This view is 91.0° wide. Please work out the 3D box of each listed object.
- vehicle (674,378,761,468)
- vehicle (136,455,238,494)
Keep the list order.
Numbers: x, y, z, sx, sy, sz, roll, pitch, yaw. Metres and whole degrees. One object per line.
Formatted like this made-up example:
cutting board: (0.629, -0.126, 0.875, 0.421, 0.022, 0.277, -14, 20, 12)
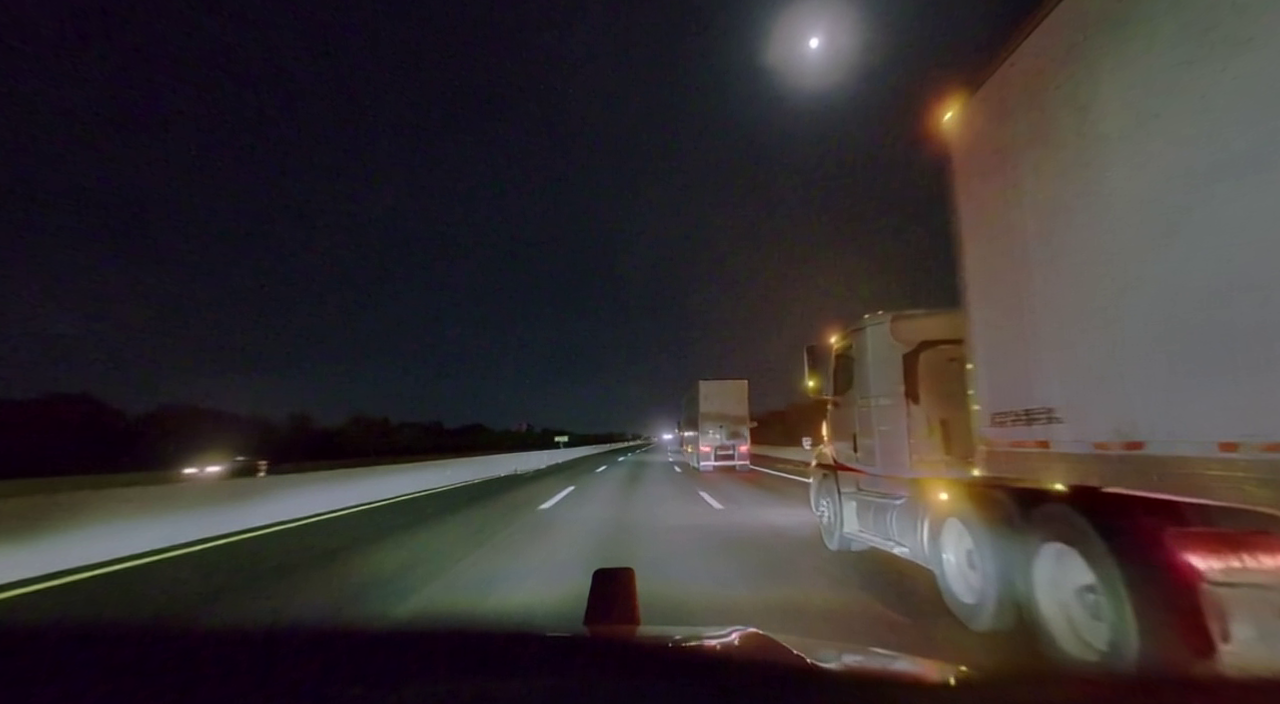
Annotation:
vehicle: (3.917, 4.236, 35.996, 2.960, 4.099, 14.097, 0, -8, -1)
vehicle: (-19.319, 5.202, 27.015, 1.688, 1.419, 3.582, 0, -8, 0)
